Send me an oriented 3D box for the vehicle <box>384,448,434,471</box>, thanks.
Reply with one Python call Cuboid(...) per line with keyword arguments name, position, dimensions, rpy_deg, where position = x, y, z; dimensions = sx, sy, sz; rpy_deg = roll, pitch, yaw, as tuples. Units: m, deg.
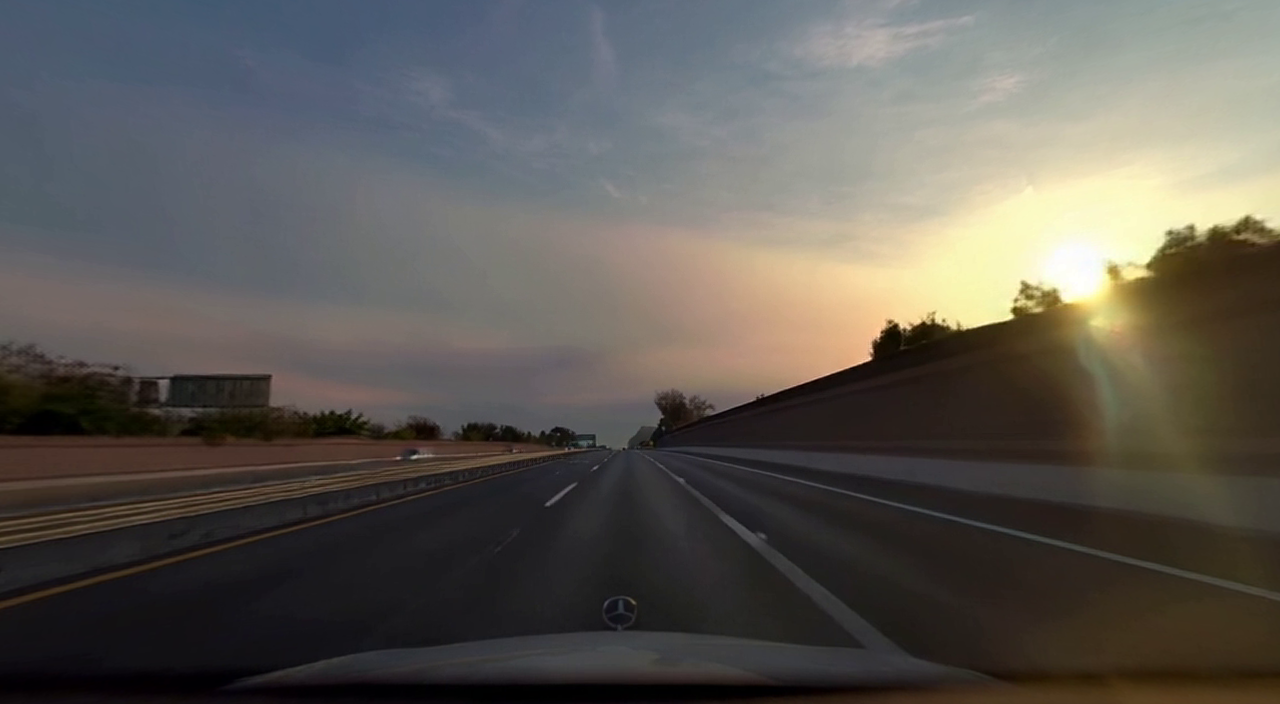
Cuboid(name="vehicle", position=(-16.212, 7.543, 44.322), dimensions=(1.883, 1.510, 4.040), rpy_deg=(0, -8, 1))
